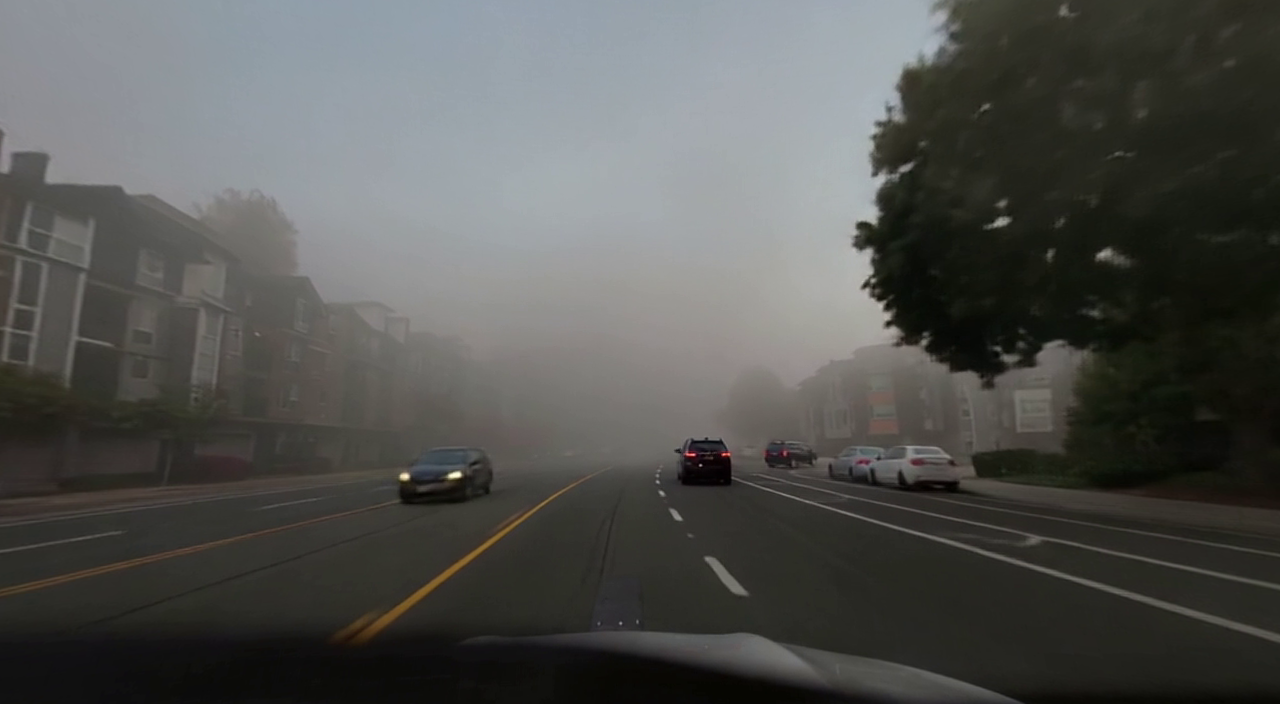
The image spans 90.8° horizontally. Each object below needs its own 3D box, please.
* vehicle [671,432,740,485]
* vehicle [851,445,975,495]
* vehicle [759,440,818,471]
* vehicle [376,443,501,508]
[{"bbox_3d":[2.358,3.982,23.911,2.085,1.763,4.490,0,-8,-1],"label":"vehicle"},{"bbox_3d":[8.963,3.877,21.301,1.996,1.474,4.771,0,-8,-1],"label":"vehicle"},{"bbox_3d":[9.140,6.255,38.560,2.187,1.752,4.300,-5,-10,31],"label":"vehicle"},{"bbox_3d":[-5.215,3.218,17.025,1.958,1.501,4.294,0,-8,0],"label":"vehicle"}]
